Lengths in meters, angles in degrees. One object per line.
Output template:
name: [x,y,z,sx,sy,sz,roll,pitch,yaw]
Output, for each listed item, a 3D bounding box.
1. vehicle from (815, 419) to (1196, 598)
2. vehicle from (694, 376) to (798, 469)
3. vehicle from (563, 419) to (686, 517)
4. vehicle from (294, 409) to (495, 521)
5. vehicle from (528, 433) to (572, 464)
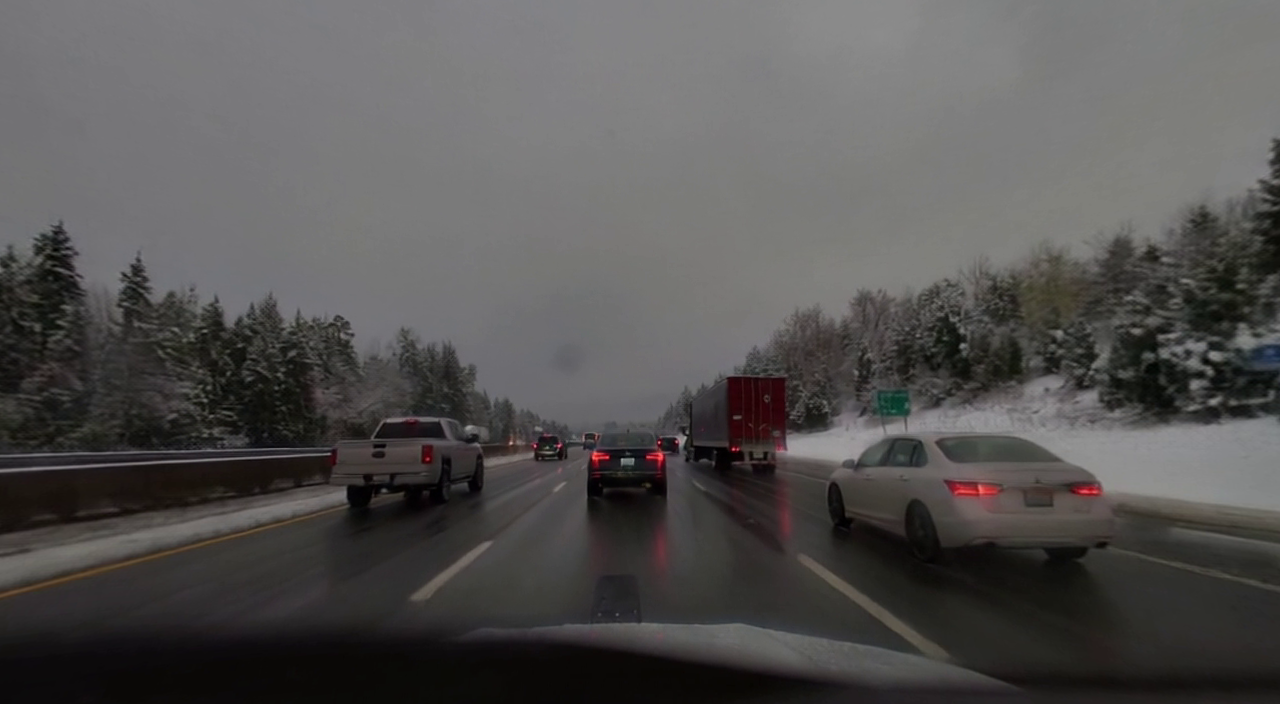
vehicle: [3.617,1.574,7.291,1.951,1.477,3.963,0,-8,-1]
vehicle: [5.295,4.074,35.016,2.888,4.135,14.071,0,-8,-2]
vehicle: [-0.307,2.236,12.655,2.083,1.647,3.799,0,-8,-1]
vehicle: [-4.488,2.135,12.523,2.101,1.767,4.702,0,-8,0]
vehicle: [-5.112,5.506,36.243,1.971,1.648,3.983,0,-8,-1]
